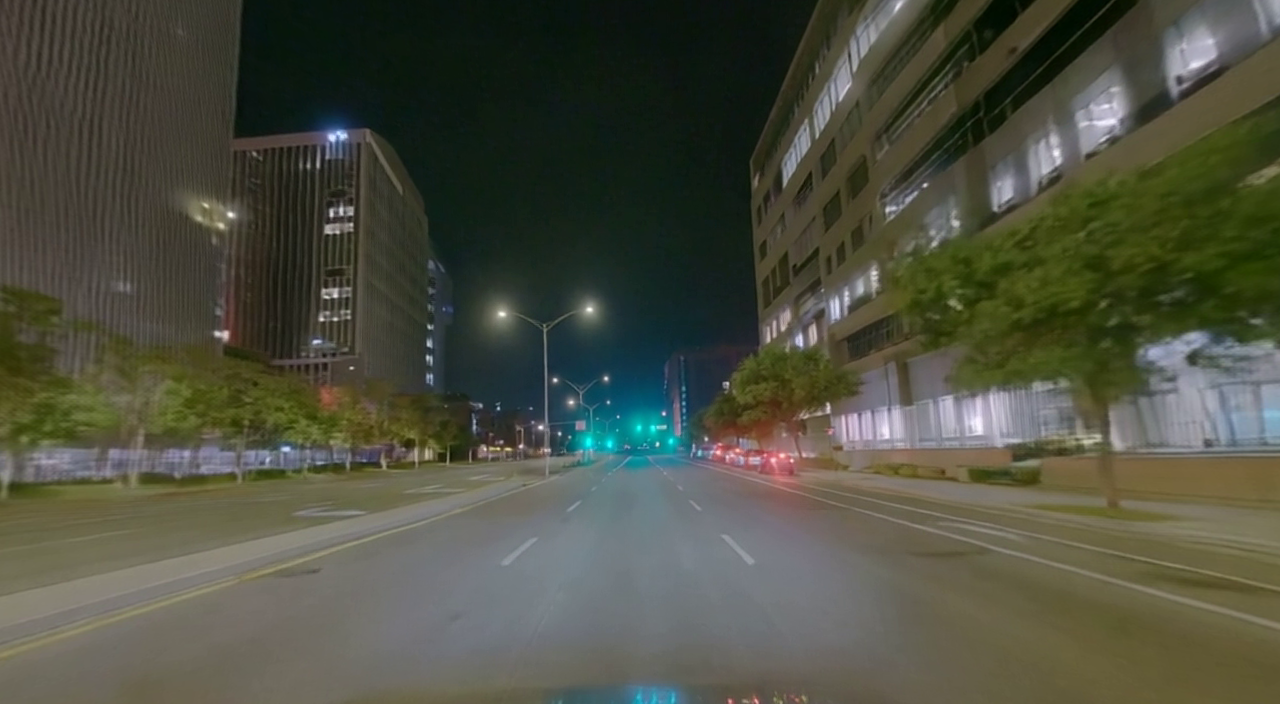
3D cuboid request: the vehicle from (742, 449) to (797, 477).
[{"bbox_3d":[7.447,6.425,36.792,2.066,1.451,4.783,0,-8,-2],"label":"vehicle"}]
